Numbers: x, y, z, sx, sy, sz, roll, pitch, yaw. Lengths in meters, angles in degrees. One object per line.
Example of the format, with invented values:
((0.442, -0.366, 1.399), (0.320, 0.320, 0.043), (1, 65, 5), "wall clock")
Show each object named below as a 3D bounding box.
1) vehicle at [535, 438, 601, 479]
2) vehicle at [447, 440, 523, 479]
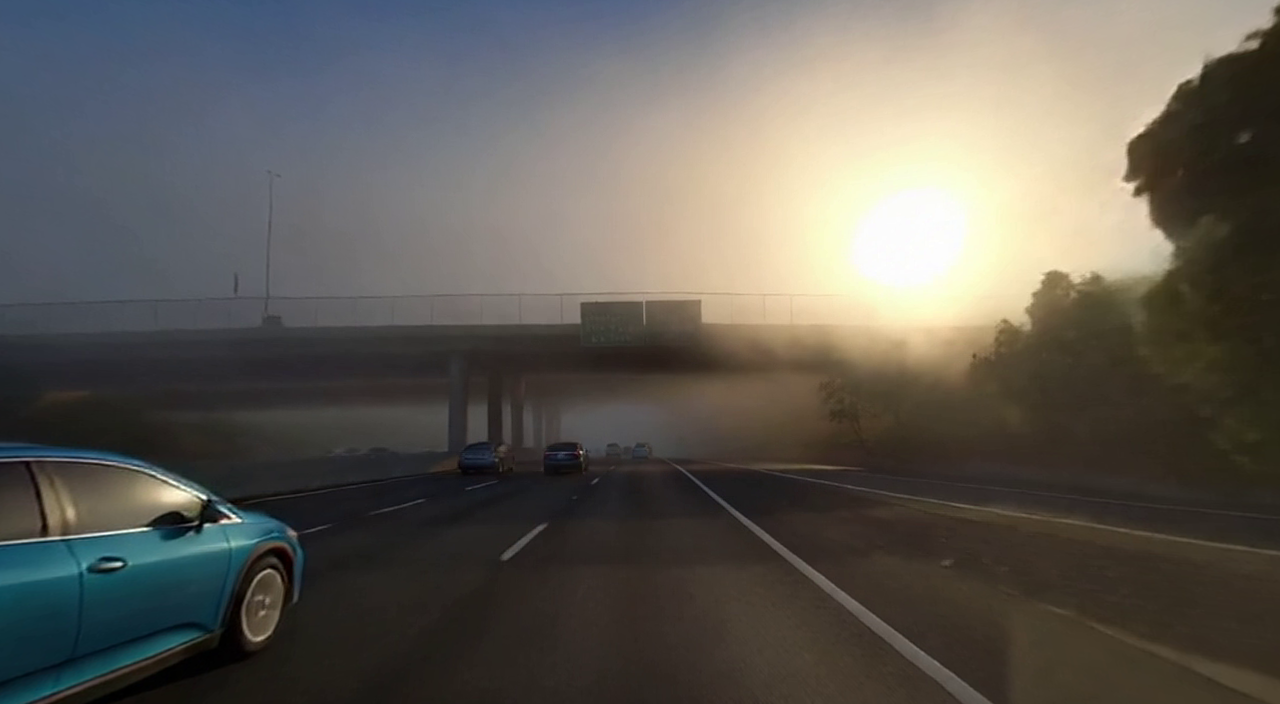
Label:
((-3.069, 4.661, 27.924), (2.210, 1.628, 4.586), (-1, -9, 2), "vehicle")
((-6.710, 4.735, 27.970), (2.069, 1.551, 4.830), (0, -9, 1), "vehicle")
